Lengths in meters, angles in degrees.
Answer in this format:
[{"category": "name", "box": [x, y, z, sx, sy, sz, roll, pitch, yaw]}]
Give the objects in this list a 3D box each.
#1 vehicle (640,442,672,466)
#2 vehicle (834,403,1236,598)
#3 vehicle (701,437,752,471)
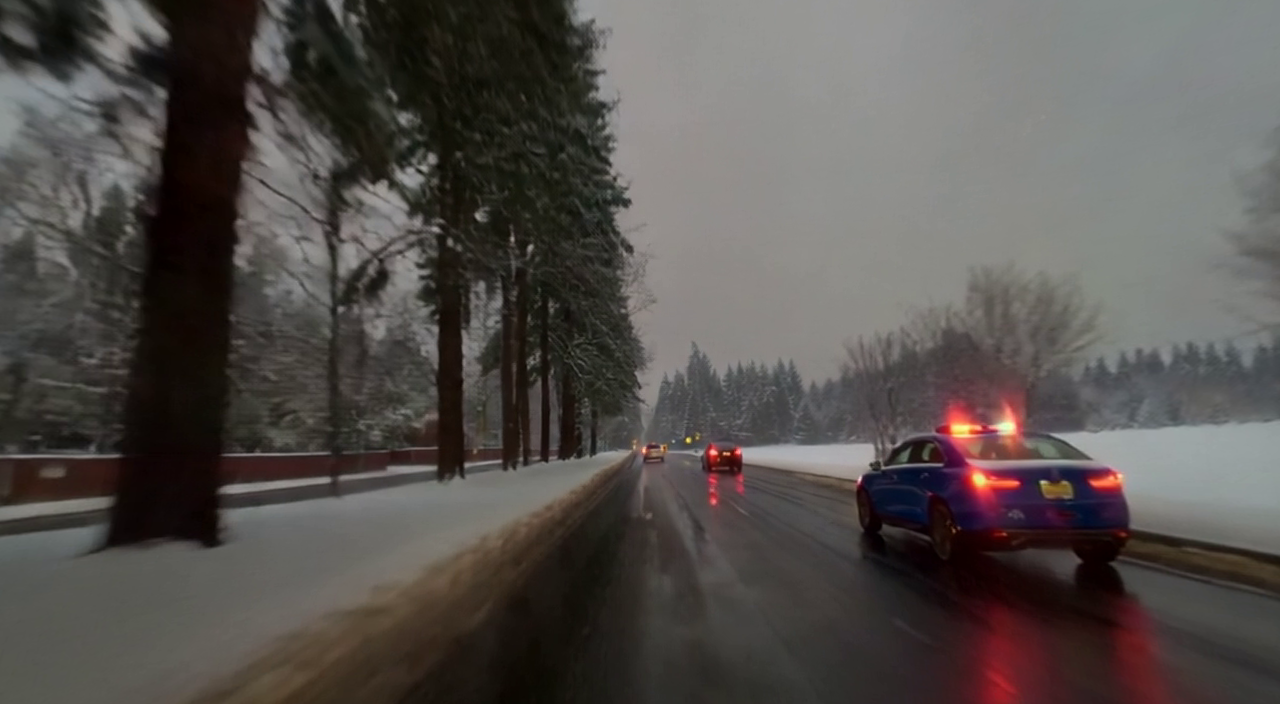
[{"category": "vehicle", "box": [1.044, 6.744, 41.784, 2.026, 1.466, 4.282, 0, -8, 1]}, {"category": "vehicle", "box": [4.007, 1.566, 7.483, 2.052, 1.639, 4.123, 0, -8, 0]}, {"category": "vehicle", "box": [4.554, 5.407, 33.673, 2.110, 1.666, 3.912, 0, -8, 0]}]
